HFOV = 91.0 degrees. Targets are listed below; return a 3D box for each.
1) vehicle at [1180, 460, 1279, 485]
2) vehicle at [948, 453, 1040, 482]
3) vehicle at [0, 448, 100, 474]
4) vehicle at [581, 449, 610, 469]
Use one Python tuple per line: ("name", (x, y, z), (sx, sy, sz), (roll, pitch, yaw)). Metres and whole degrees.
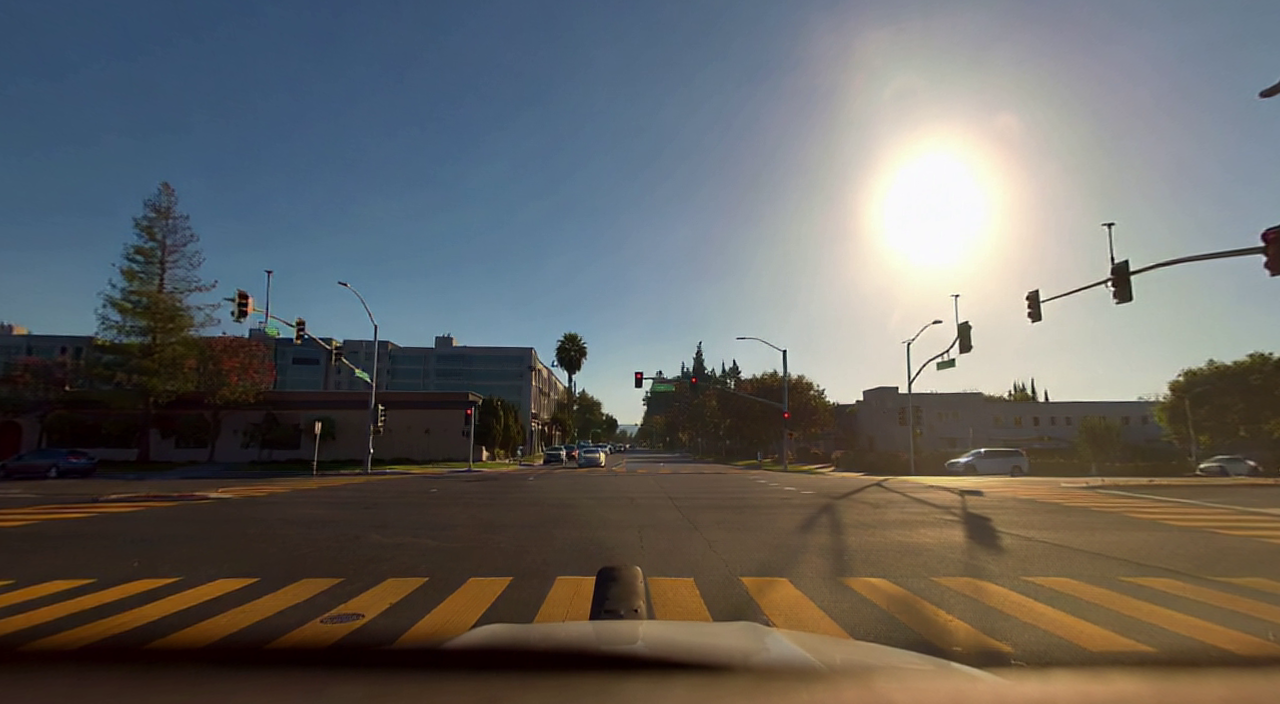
("vehicle", (36.221, 7.317, 38.296), (4.976, 1.428, 1.929), (0, -8, -2))
("vehicle", (21.092, 6.874, 37.587), (4.447, 1.623, 1.801), (0, -9, -3))
("vehicle", (-35.143, 6.425, 37.187), (4.741, 1.447, 1.807), (0, -9, 0))
("vehicle", (-3.457, 8.391, 49.401), (1.908, 1.441, 4.142), (0, -8, 1))
